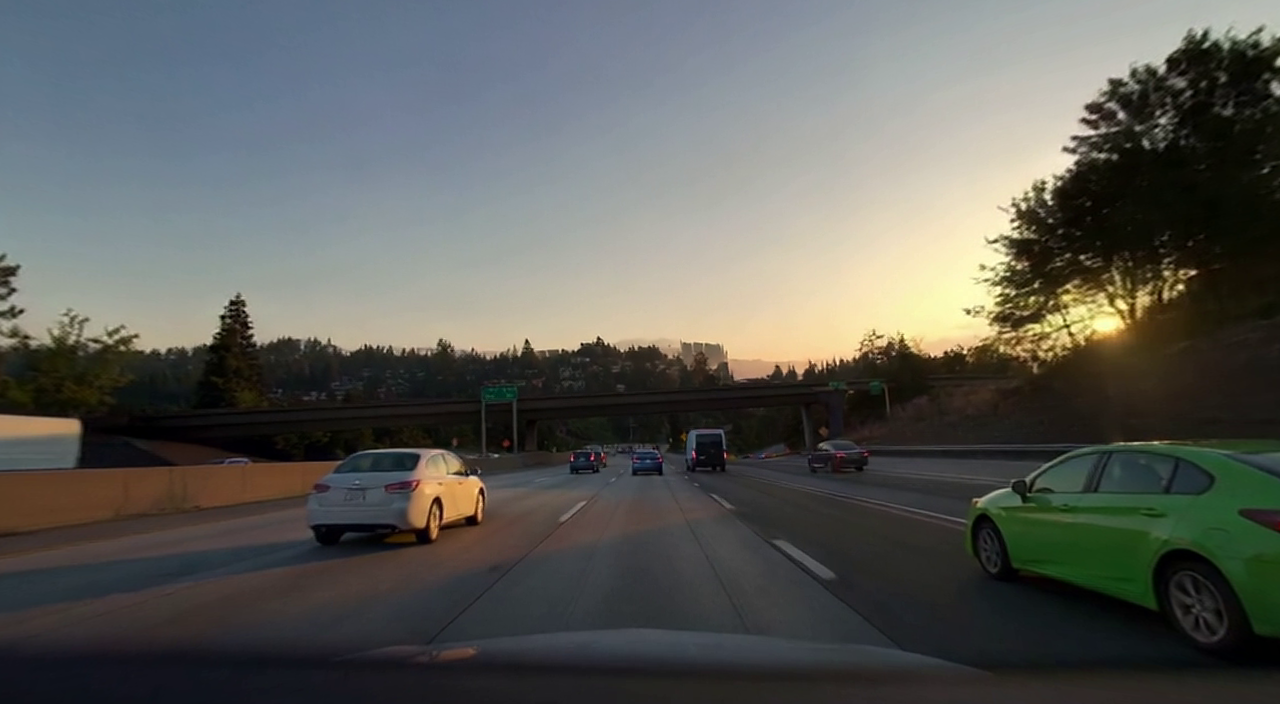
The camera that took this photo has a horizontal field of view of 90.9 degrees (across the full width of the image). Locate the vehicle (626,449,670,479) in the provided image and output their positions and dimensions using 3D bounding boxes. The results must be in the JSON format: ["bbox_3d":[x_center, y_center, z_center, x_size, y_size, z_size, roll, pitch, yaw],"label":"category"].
[{"bbox_3d":[0.391,5.908,33.461,2.174,1.467,4.005,0,-8,0],"label":"vehicle"}]

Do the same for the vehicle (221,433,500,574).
[{"bbox_3d":[-3.580,1.999,9.090,2.137,1.562,3.926,0,-8,2],"label":"vehicle"}]

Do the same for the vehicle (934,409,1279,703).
[{"bbox_3d":[4.172,1.255,4.374,2.085,1.558,4.466,0,-9,0],"label":"vehicle"}]

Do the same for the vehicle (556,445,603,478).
[{"bbox_3d":[-3.303,6.093,35.366,2.078,1.706,4.298,-1,-8,2],"label":"vehicle"}]

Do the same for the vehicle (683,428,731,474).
[{"bbox_3d":[4.244,6.459,41.316,2.436,2.745,6.607,0,-9,0],"label":"vehicle"}]
